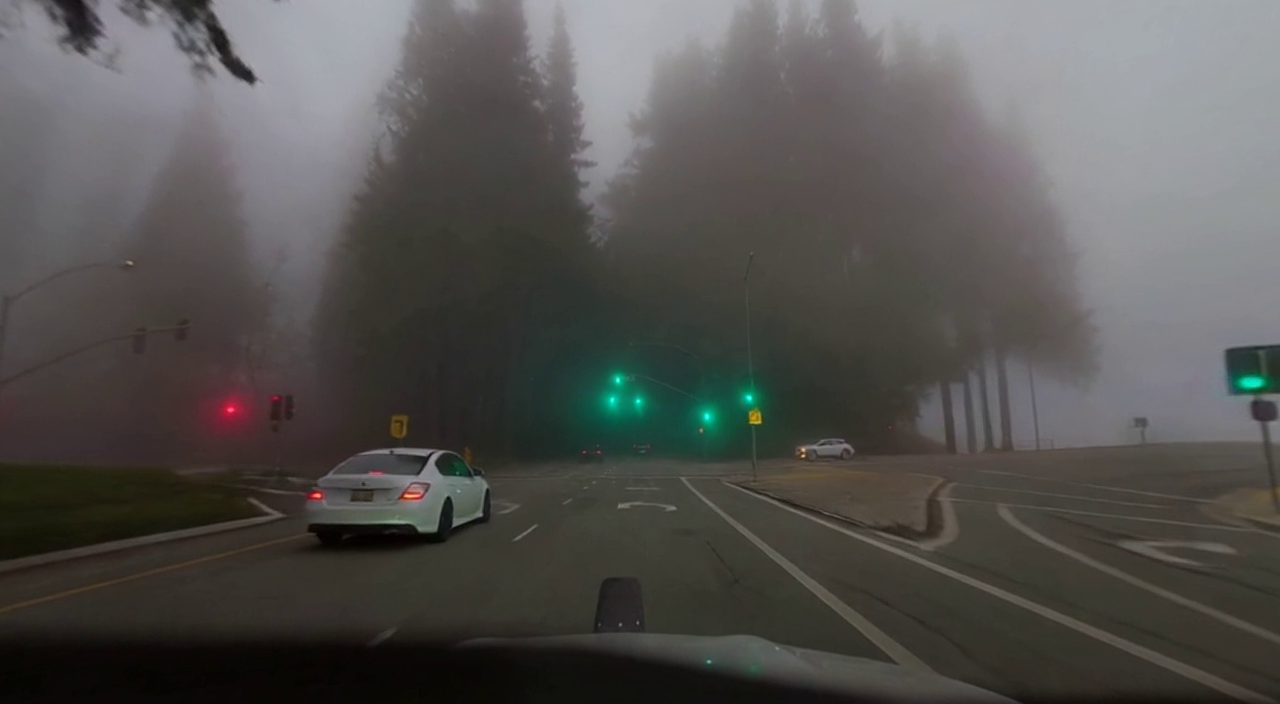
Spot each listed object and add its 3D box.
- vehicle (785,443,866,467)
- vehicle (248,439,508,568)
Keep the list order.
[{"bbox_3d":[11.977,6.651,40.907,4.632,1.473,1.889,0,-8,-3],"label":"vehicle"},{"bbox_3d":[-3.477,2.072,9.525,1.968,1.459,4.433,0,-8,1],"label":"vehicle"}]
